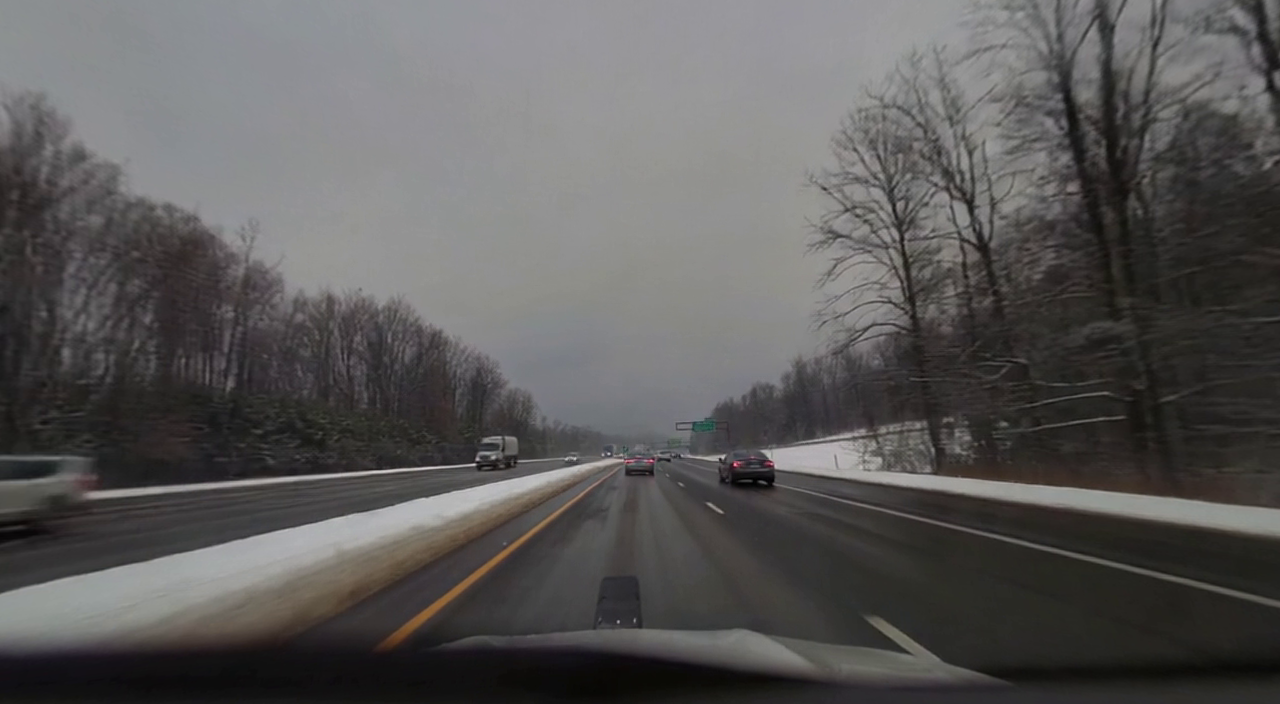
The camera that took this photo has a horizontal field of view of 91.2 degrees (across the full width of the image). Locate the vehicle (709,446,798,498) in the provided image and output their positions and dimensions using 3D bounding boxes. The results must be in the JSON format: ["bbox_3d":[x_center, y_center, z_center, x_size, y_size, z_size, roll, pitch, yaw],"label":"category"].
[{"bbox_3d":[3.675,3.965,21.115,2.119,1.557,4.163,0,-9,-1],"label":"vehicle"}]

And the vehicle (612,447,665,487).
[{"bbox_3d":[-0.056,4.933,27.136,2.070,1.546,4.648,0,-9,0],"label":"vehicle"}]
